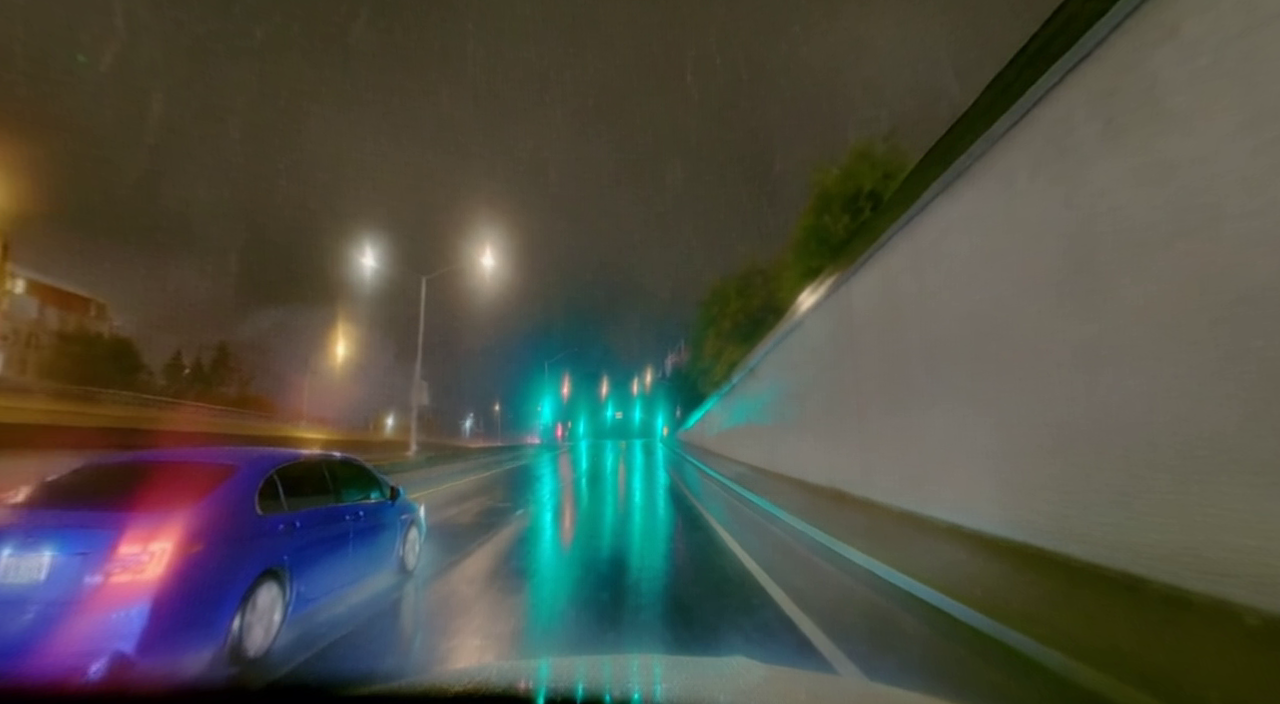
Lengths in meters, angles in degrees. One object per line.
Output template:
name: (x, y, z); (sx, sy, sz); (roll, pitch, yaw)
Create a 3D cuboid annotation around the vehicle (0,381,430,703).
vehicle: (-3.071, 1.118, 3.877); (2.041, 1.470, 4.290); (0, -9, 1)
